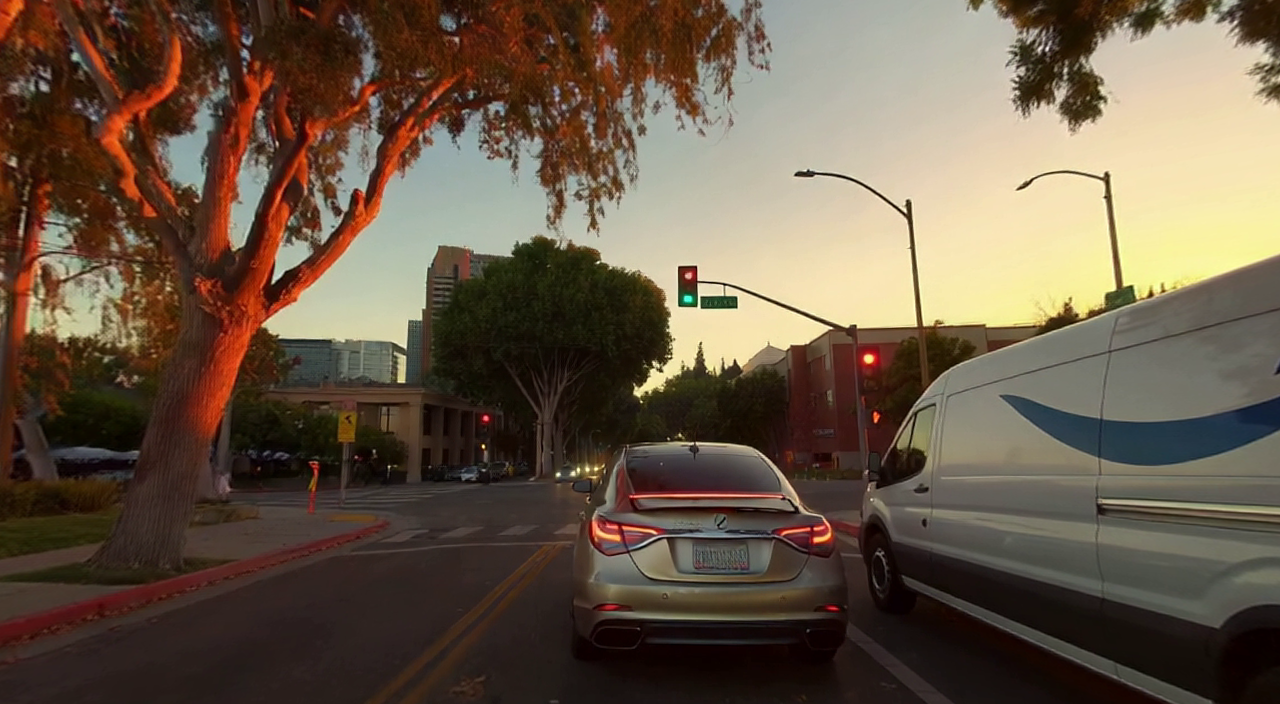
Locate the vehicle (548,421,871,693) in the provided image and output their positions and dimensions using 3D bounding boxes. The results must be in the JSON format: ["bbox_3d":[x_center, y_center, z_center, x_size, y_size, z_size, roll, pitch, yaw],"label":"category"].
[{"bbox_3d":[0.386,1.591,5.735,1.961,1.629,3.610,1,-10,-1],"label":"vehicle"}]

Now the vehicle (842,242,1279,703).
[{"bbox_3d":[2.853,0.894,2.902,2.054,1.965,5.248,1,-11,0],"label":"vehicle"}]
